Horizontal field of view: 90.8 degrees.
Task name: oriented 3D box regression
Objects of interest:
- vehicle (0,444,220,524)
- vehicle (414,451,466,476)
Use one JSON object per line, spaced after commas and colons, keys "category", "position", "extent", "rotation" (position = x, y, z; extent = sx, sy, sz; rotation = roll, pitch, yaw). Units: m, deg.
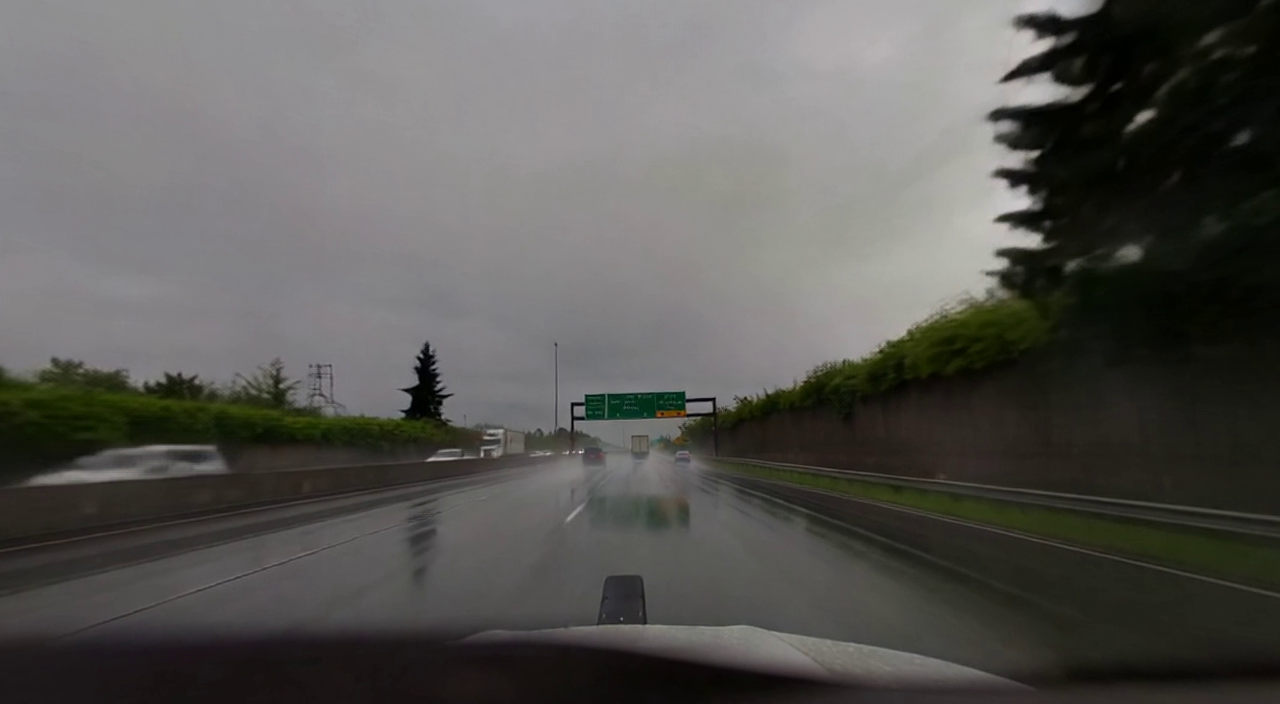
{"category": "vehicle", "position": [-12.063, 2.874, 14.363], "extent": [2.010, 1.524, 4.377], "rotation": [0, -9, 0]}
{"category": "vehicle", "position": [-12.245, 6.828, 38.888], "extent": [1.781, 1.426, 4.265], "rotation": [0, -9, 1]}
